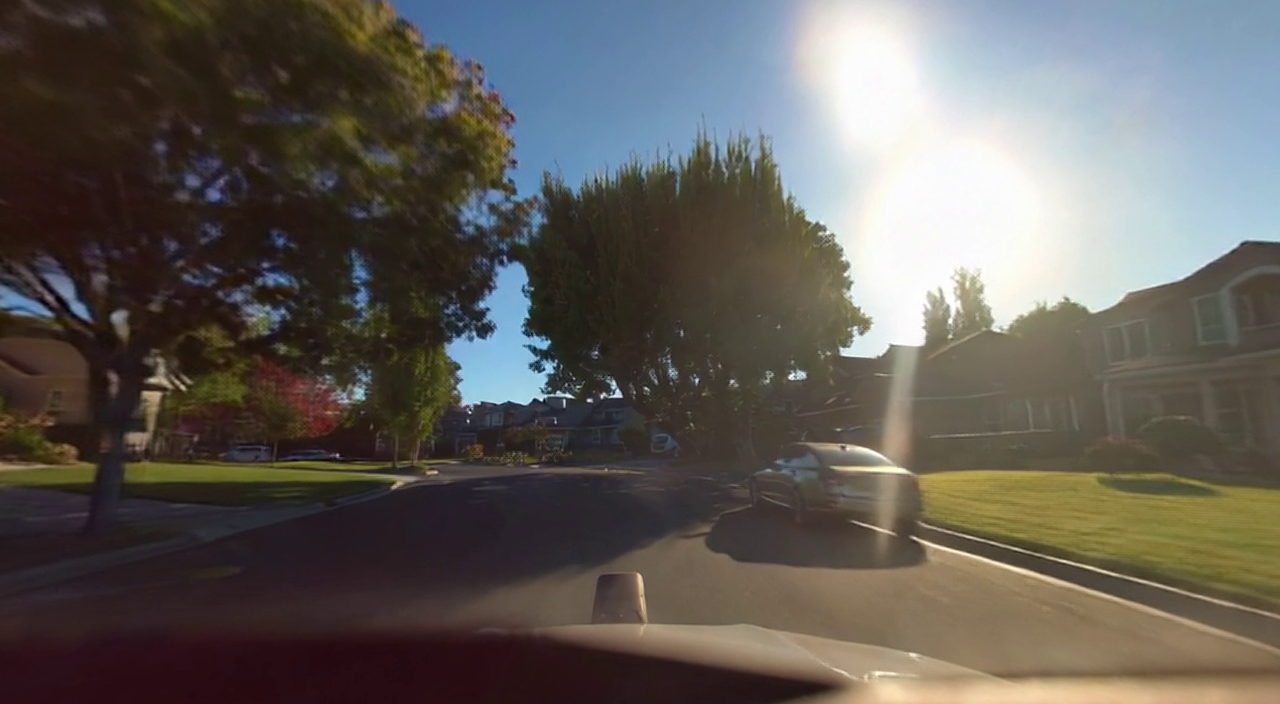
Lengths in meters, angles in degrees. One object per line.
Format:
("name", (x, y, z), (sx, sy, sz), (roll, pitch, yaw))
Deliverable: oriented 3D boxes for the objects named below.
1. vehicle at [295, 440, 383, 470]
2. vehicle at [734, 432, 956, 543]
("vehicle", (-18.064, 6.176, 37.835), (4.330, 1.657, 2.037), (-2, -9, 14))
("vehicle", (3.159, 2.189, 10.969), (1.998, 1.489, 4.722), (0, -8, -4))
